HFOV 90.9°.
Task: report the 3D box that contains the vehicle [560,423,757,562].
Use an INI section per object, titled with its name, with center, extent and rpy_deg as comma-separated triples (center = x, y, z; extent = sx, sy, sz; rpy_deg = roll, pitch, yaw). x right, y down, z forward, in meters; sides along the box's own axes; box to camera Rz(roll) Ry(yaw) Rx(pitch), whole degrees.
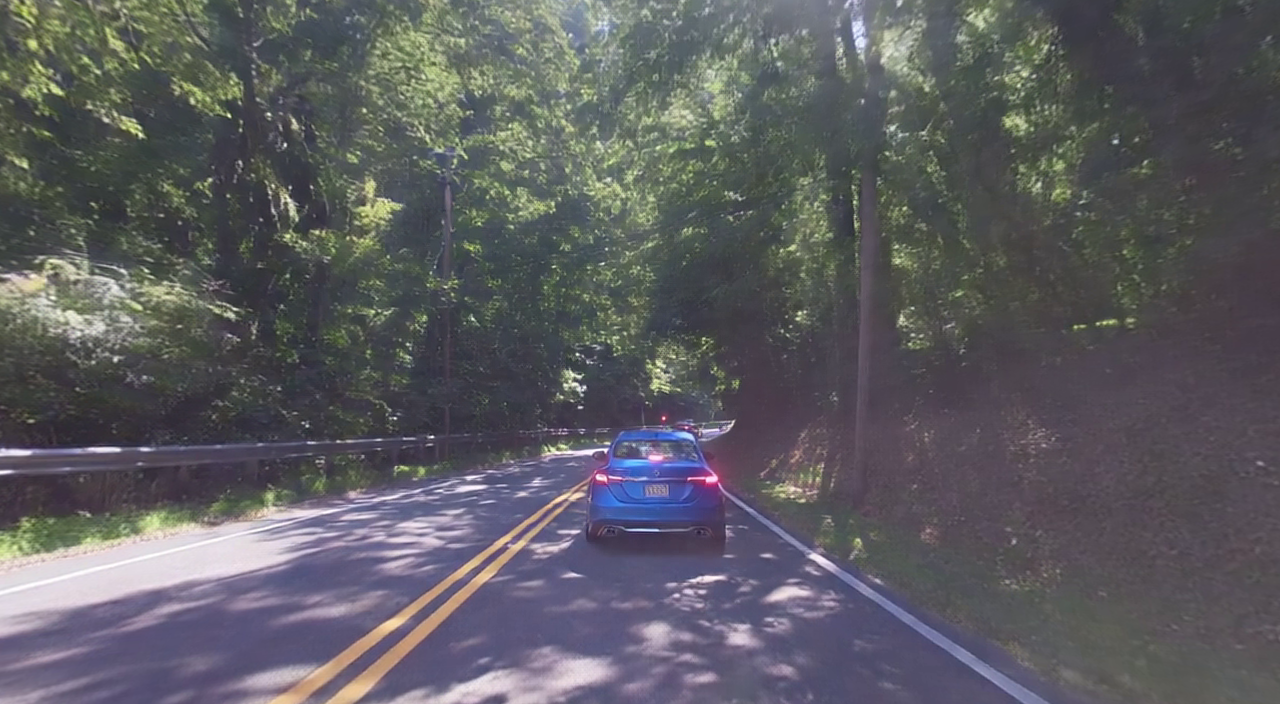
[vehicle]
center = 0.239, 1.855, 8.969
extent = 2.187, 1.533, 3.726
rpy_deg = 0, -8, 1
